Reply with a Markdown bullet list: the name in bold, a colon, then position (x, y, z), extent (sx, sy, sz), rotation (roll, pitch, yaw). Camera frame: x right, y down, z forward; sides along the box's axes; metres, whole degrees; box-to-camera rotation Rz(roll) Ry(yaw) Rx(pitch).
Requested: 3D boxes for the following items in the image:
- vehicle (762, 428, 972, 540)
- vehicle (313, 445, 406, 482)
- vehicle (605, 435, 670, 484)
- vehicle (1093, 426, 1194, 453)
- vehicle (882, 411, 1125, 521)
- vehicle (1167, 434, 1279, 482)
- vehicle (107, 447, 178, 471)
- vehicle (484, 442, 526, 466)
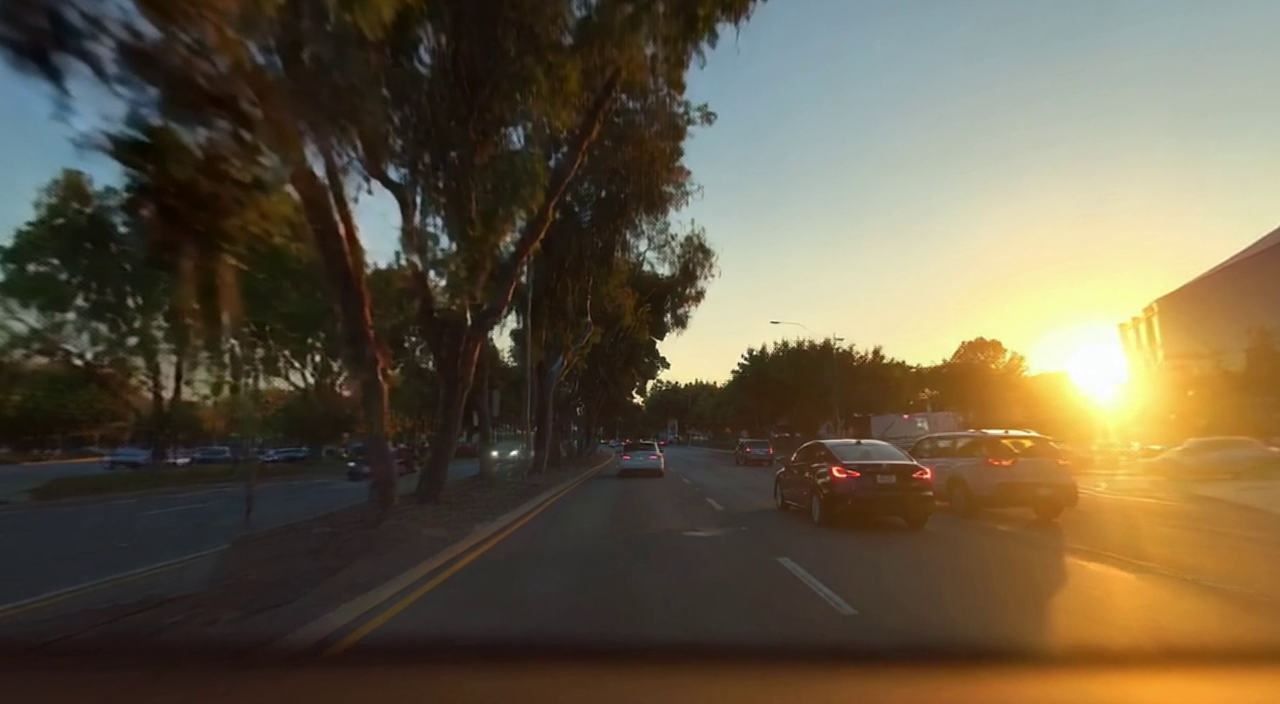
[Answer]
- **vehicle**: position (3.411, 2.060, 10.505), extent (1.858, 1.466, 4.230), rotation (0, -8, -1)
- **vehicle**: position (-12.029, 4.785, 27.476), extent (1.931, 1.477, 4.630), rotation (0, -8, 0)
- **vehicle**: position (-0.093, 3.595, 21.334), extent (1.994, 1.479, 3.647), rotation (0, -8, 0)
- **vehicle**: position (37.501, 6.523, 47.128), extent (5.573, 1.973, 2.229), rotation (0, -8, 0)
- **vehicle**: position (6.957, 2.243, 12.879), extent (2.134, 1.810, 4.590), rotation (0, -8, -1)
- **vehicle**: position (20.795, 3.700, 21.854), extent (4.354, 1.486, 1.970), rotation (5, -10, -21)
- **vehicle**: position (-36.898, 7.928, 46.999), extent (1.944, 1.576, 4.005), rotation (-3, -8, 1)
- **vehicle**: position (-9.034, 6.866, 42.539), extent (1.895, 1.503, 4.237), rotation (0, -8, 0)
